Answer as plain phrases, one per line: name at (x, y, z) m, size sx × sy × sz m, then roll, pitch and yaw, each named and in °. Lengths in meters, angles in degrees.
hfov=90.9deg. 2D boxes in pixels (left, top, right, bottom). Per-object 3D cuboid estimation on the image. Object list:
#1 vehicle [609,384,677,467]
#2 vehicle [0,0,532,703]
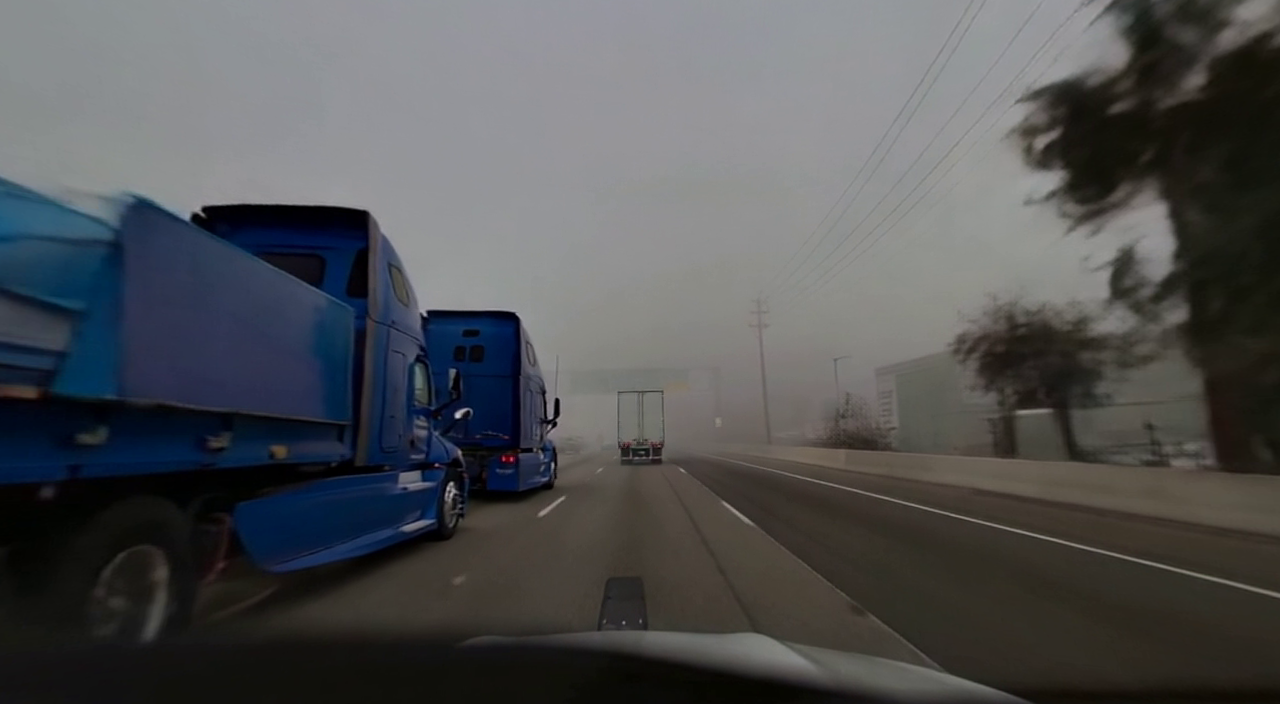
vehicle at (0.123, 3.934, 32.454) m, size 2.941 × 3.604 × 9.851 m, roll 0°, pitch -8°, yaw 0°
vehicle at (-3.912, 0.161, 6.070) m, size 2.875 × 4.083 × 15.756 m, roll 0°, pitch -9°, yaw 0°
